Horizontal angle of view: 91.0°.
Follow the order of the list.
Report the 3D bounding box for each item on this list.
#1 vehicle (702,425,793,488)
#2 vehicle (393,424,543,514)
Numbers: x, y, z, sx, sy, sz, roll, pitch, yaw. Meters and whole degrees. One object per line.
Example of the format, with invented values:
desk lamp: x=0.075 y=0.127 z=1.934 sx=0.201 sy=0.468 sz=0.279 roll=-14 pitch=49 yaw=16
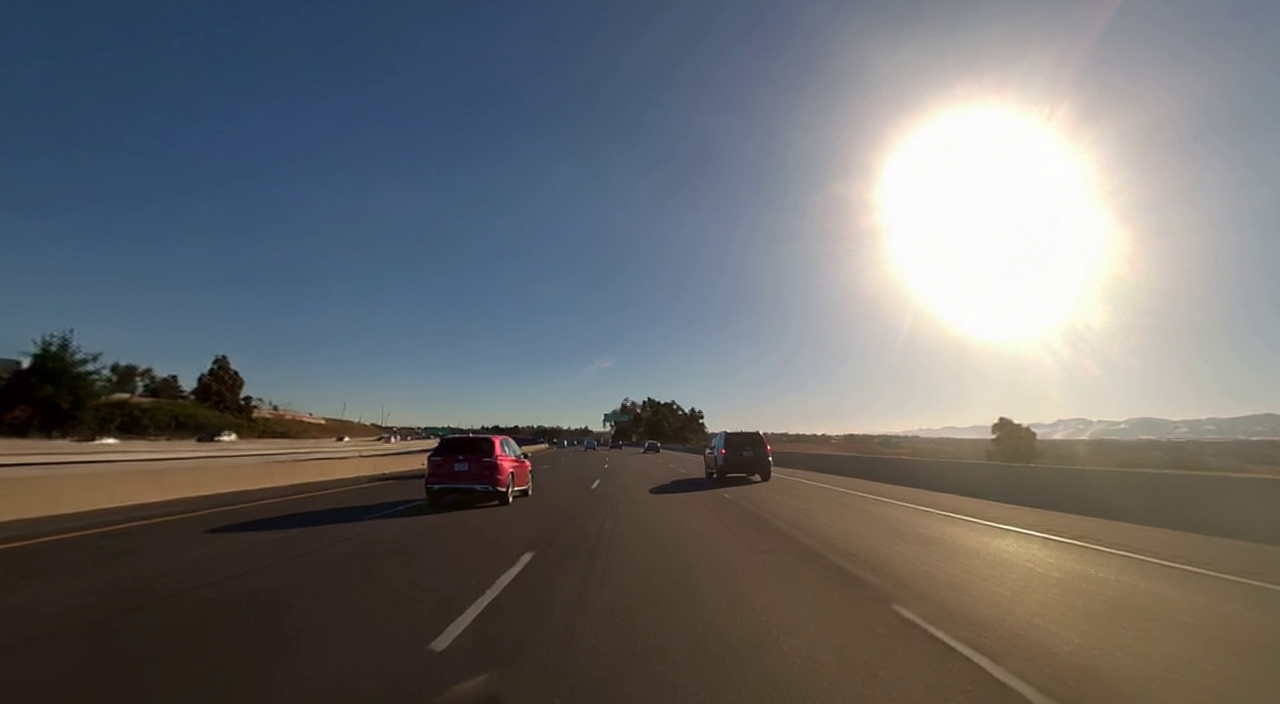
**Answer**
vehicle: x=3.433 y=3.481 z=21.186 sx=2.153 sy=1.860 sz=4.689 roll=0 pitch=-9 yaw=-1
vehicle: x=-3.719 y=2.631 z=14.624 sx=2.214 sy=1.743 sz=4.465 roll=0 pitch=-9 yaw=0
